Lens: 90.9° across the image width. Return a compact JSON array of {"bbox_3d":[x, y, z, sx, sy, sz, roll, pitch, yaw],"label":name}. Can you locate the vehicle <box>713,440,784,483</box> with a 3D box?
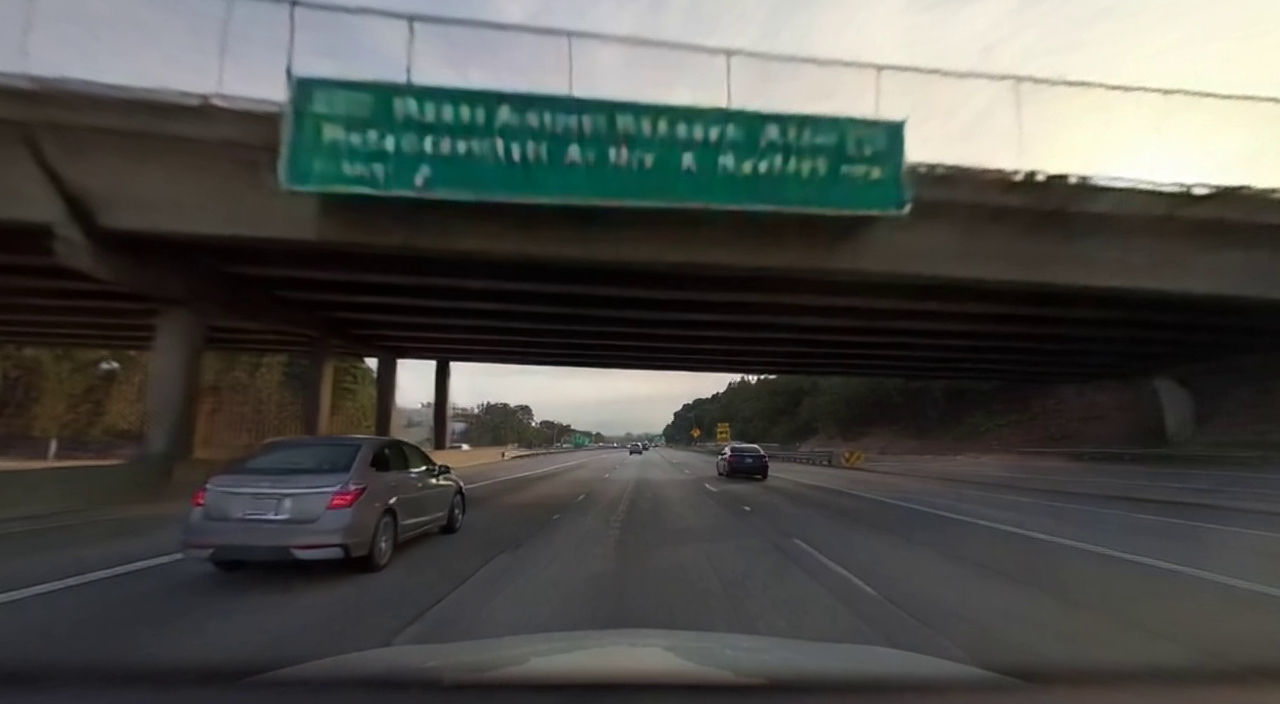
[{"bbox_3d":[4.081,4.187,24.449,1.908,1.483,4.259,0,-8,-1],"label":"vehicle"}]

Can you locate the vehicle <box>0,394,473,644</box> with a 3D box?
[{"bbox_3d":[-3.676,1.508,6.875,2.259,1.706,4.924,0,-8,1],"label":"vehicle"}]
